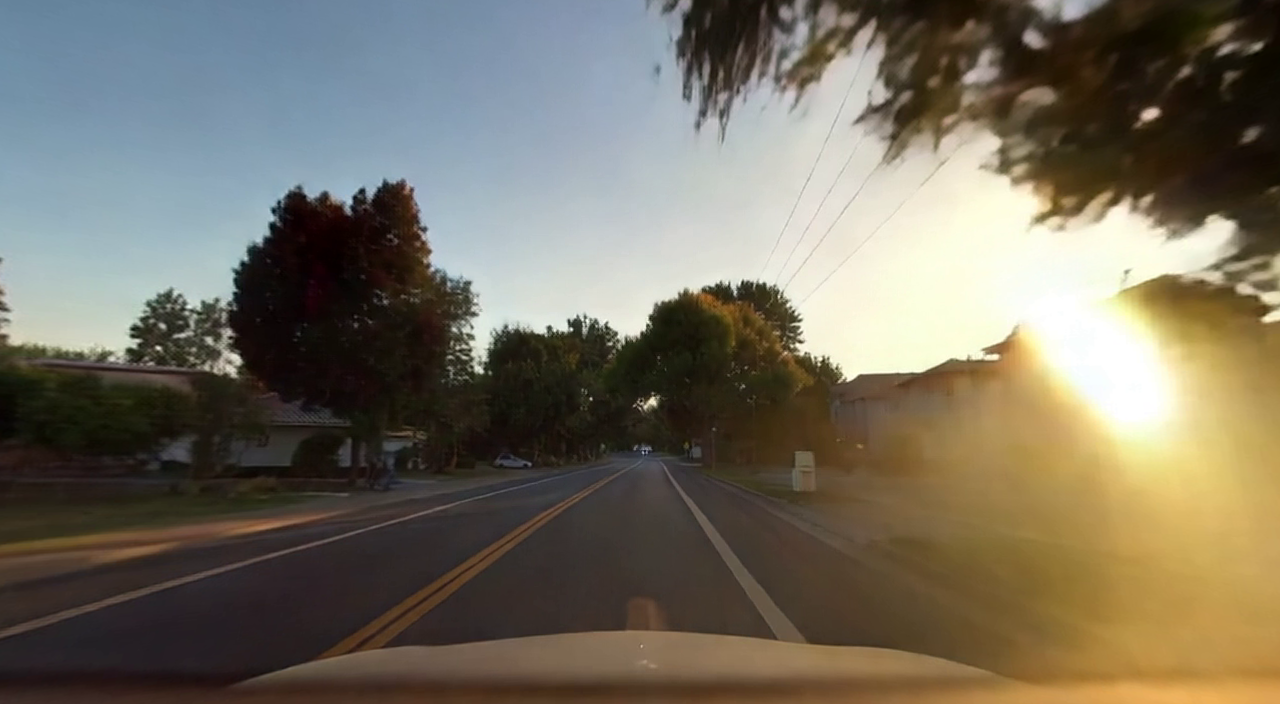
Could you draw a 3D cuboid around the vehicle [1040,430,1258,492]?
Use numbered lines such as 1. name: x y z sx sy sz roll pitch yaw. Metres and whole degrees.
1. vehicle: 15.506 3.349 19.466 4.785 1.780 2.055 -1 -9 3
